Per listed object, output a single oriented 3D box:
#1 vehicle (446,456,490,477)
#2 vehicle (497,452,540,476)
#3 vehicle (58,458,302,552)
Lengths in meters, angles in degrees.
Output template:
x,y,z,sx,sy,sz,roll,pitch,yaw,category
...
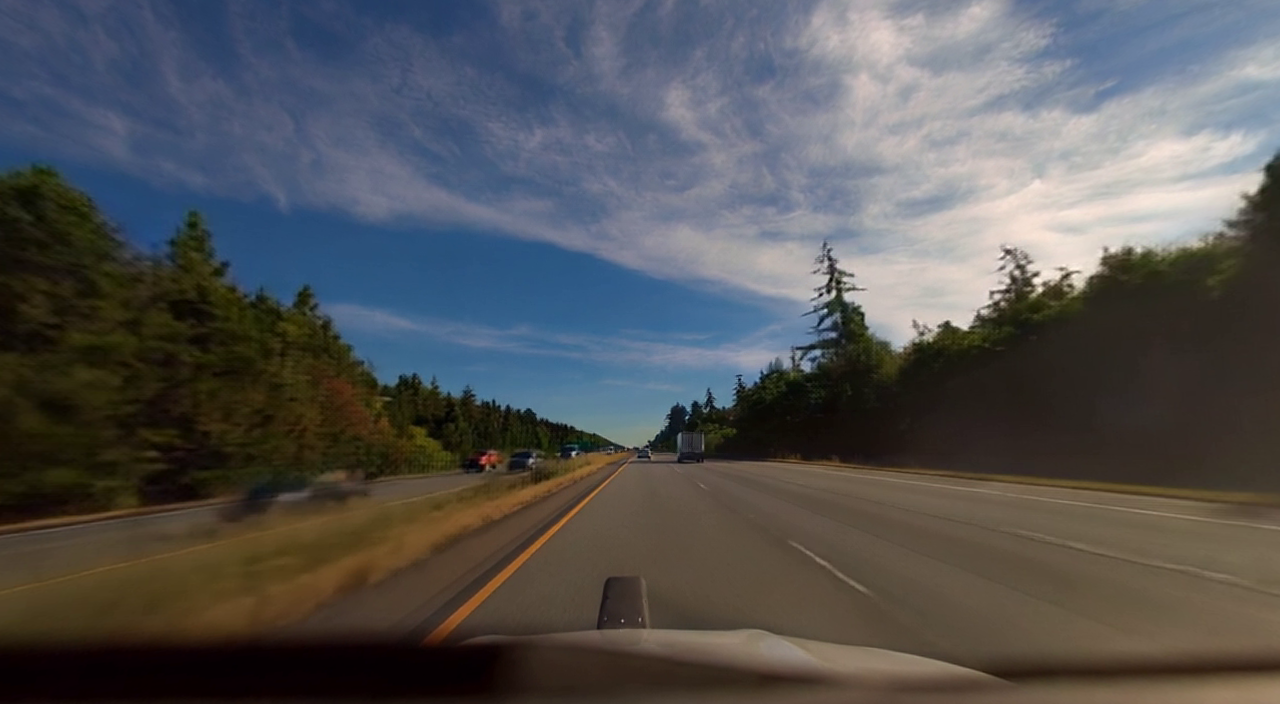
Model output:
x,y,z,sx,sy,sz,roll,pitch,yaw,category
-12.685,8.456,46.750,1.975,1.470,4.375,0,-9,1,vehicle
-8.309,7.735,43.641,2.003,1.517,4.753,0,-9,0,vehicle
-8.587,2.845,12.285,1.837,1.461,3.814,0,-9,0,vehicle
